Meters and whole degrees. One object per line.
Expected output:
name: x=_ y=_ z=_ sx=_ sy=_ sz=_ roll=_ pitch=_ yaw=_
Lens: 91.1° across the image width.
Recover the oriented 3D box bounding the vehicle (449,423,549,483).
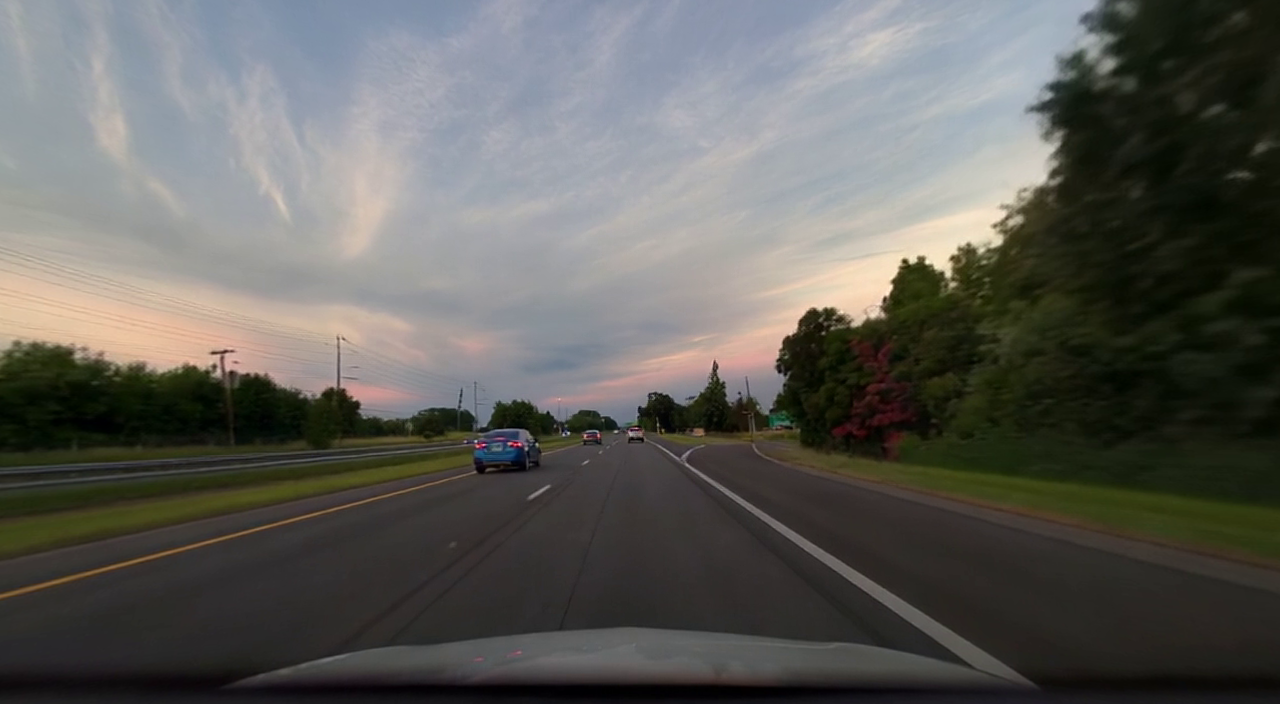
vehicle: x=-4.036 y=2.955 z=18.786 sx=2.023 sy=1.580 sz=4.259 roll=0 pitch=-8 yaw=0
